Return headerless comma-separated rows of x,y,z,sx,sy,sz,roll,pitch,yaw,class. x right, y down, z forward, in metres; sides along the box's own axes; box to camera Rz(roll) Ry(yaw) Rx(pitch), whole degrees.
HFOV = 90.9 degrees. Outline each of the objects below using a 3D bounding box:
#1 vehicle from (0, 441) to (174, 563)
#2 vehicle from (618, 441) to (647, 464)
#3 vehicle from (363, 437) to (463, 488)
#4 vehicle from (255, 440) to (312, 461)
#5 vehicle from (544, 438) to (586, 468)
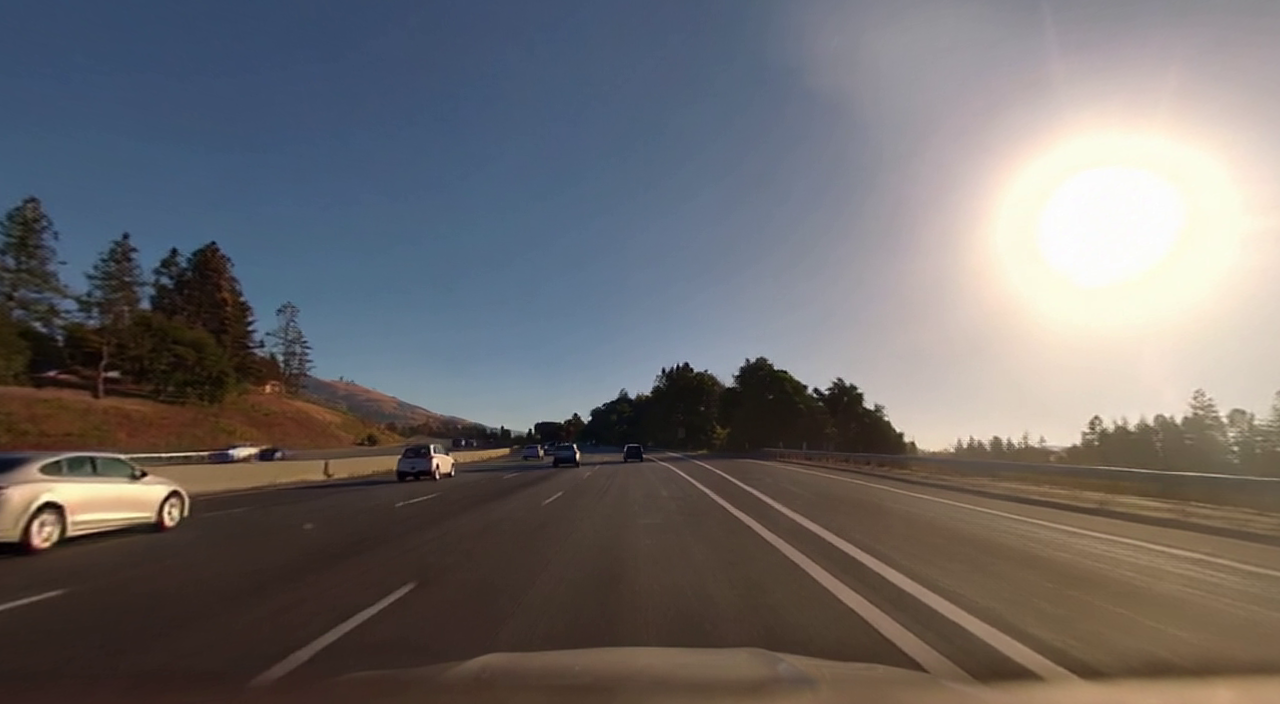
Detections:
-8.773,1.886,8.012,1.935,1.474,5.033,0,-8,-1,vehicle
-0.525,6.764,42.725,1.881,1.460,3.694,0,-8,-1,vehicle
-7.969,3.910,22.603,2.086,1.628,4.039,0,-8,-1,vehicle
-28.016,7.767,49.750,1.943,1.532,4.580,0,-8,-2,vehicle
-4.392,5.954,37.436,1.991,1.610,4.606,0,-8,-1,vehicle
